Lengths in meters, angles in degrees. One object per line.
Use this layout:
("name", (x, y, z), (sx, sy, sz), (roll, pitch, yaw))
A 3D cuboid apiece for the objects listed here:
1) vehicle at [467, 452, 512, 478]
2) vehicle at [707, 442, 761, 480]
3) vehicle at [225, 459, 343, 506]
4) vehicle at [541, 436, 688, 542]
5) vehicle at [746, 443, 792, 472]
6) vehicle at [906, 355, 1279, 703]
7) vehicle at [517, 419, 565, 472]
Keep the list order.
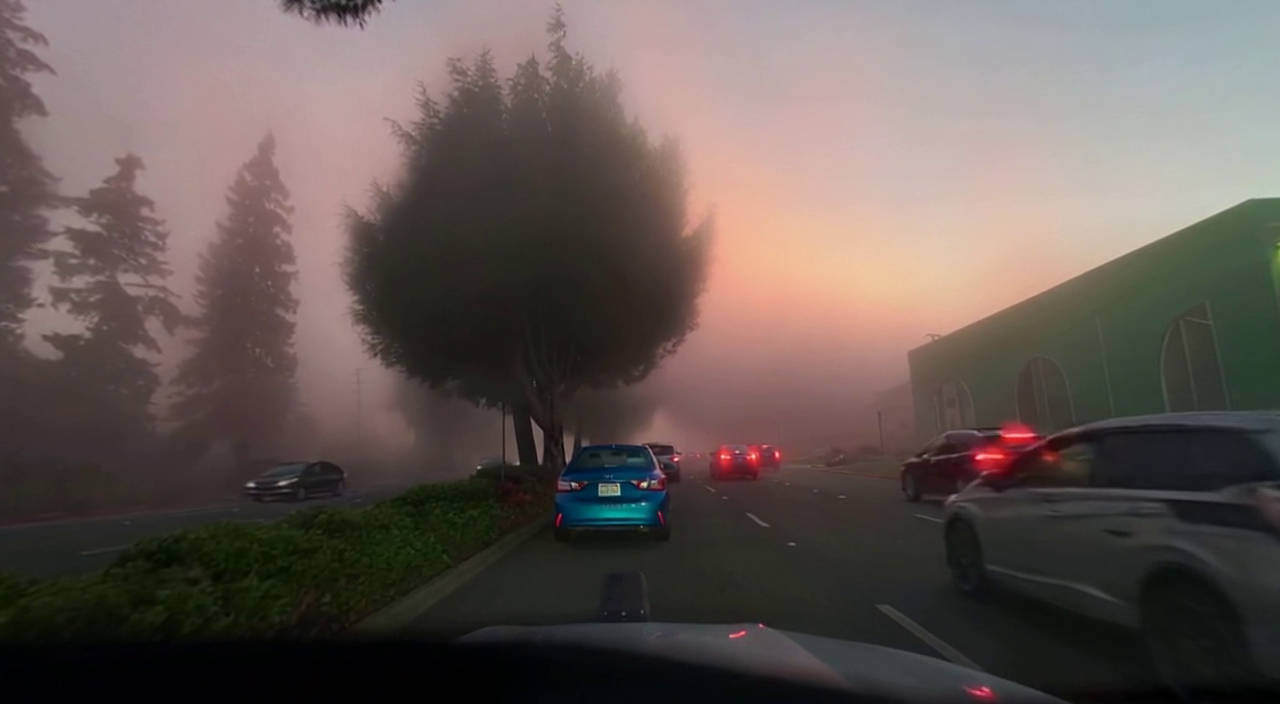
("vehicle", (-10.951, 8.255, 46.126), (2.030, 1.700, 4.505), (0, -8, 2))
("vehicle", (4.407, 5.180, 30.109), (1.971, 1.637, 4.317), (0, -8, 1))
("vehicle", (-13.378, 4.888, 23.980), (1.900, 1.508, 4.459), (0, -8, 0))
("vehicle", (-0.313, 2.268, 11.077), (2.111, 1.506, 4.018), (0, -8, 2))
("vehicle", (8.266, 6.790, 40.604), (2.064, 1.747, 4.372), (0, -8, 1))
("vehicle", (3.674, 1.098, 4.276), (1.977, 1.652, 4.090), (0, -8, 1))
("vehicle", (-7.542, 7.181, 48.292), (2.993, 3.919, 3.476), (0, -8, 2))
